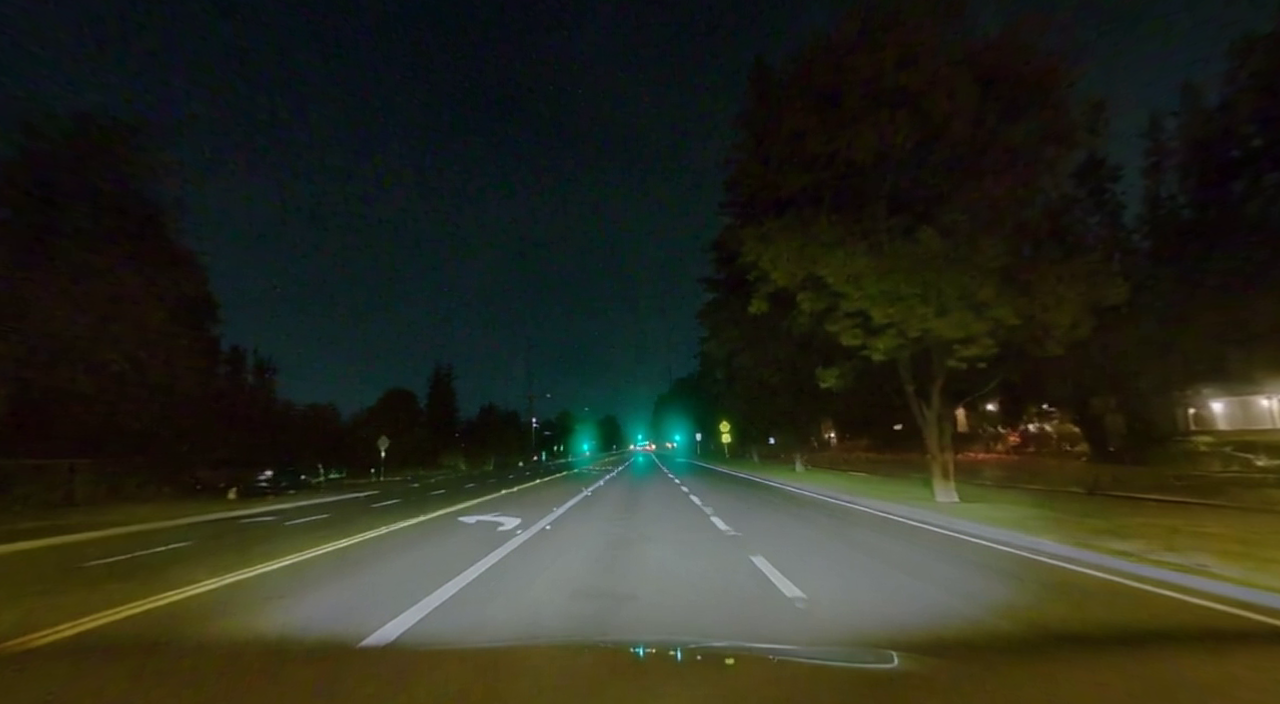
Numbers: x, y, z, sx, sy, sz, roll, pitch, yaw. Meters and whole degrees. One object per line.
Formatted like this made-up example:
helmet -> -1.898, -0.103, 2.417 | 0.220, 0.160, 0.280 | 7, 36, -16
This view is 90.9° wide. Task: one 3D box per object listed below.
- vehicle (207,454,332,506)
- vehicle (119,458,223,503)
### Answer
vehicle -> -14.291, 4.921, 24.685 | 2.199, 1.592, 4.492 | -4, -8, 1
vehicle -> -19.317, 5.265, 26.178 | 2.012, 1.572, 3.830 | 1, -9, -13
